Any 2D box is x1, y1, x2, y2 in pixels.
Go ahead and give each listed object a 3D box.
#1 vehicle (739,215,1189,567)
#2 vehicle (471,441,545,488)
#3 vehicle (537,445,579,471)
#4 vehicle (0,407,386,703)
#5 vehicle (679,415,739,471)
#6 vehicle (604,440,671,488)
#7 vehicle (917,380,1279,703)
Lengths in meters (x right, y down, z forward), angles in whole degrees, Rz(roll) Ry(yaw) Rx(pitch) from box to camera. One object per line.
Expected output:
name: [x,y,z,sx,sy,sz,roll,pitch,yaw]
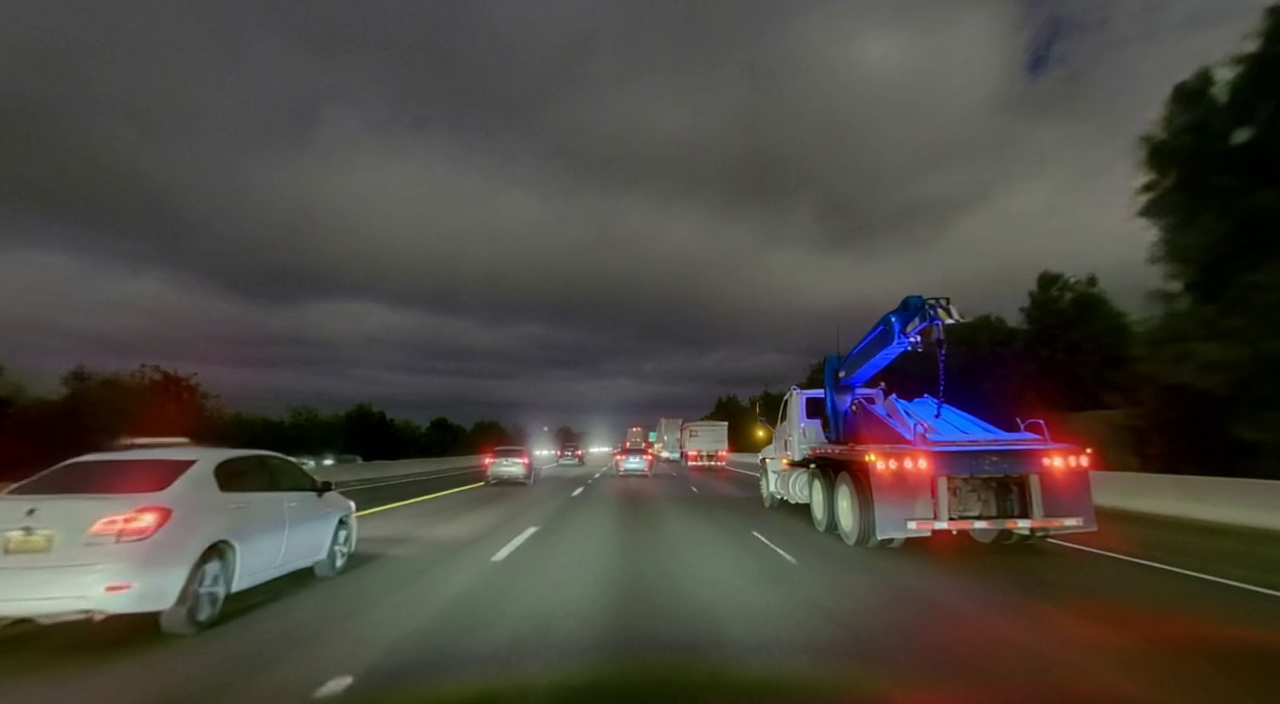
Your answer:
vehicle: [3.891,0.970,10.614,2.975,3.618,8.456,0,-9,0]
vehicle: [-4.655,4.023,22.688,1.858,1.527,3.974,0,-9,0]
vehicle: [-4.875,6.362,37.748,1.924,1.481,4.264,0,-9,0]
vehicle: [-4.123,1.387,5.345,1.880,1.507,4.757,0,-9,0]
vehicle: [3.784,5.224,35.775,2.416,2.829,7.016,0,-9,-1]
vehicle: [-0.131,3.941,22.319,2.150,1.498,3.988,0,-9,-2]
vehicle: [4.044,1.021,3.198,2.599,1.631,5.693,0,-9,-1]
